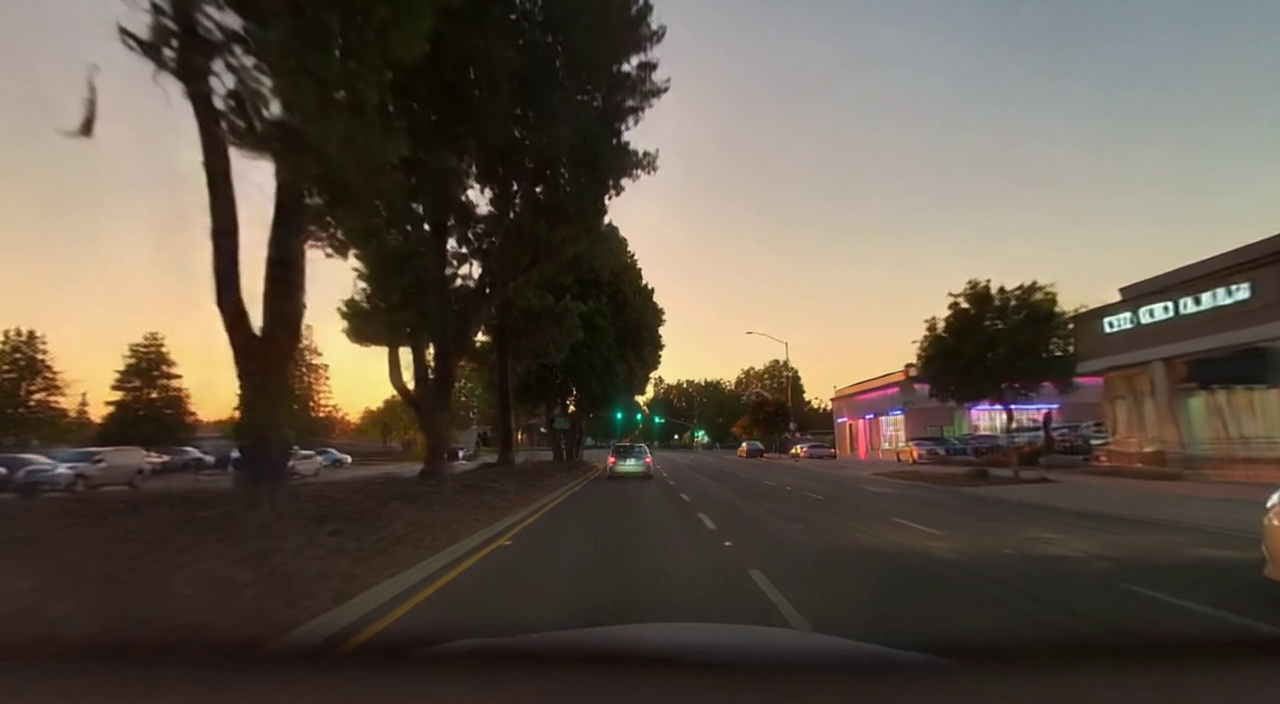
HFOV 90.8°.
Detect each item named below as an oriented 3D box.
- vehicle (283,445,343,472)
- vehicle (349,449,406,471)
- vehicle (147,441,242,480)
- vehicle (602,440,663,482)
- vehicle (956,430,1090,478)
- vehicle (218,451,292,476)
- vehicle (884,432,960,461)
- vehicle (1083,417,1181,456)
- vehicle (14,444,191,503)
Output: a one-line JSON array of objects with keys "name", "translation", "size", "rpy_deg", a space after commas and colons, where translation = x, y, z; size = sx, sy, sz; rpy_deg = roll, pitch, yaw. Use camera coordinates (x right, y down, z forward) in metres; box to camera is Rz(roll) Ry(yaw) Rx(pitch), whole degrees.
[{"name": "vehicle", "translation": [-24.330, 7.911, 47.230], "size": [1.985, 1.821, 4.774], "rpy_deg": [0, -8, 0]}, {"name": "vehicle", "translation": [-19.456, 8.036, 47.107], "size": [2.083, 1.481, 5.103], "rpy_deg": [0, -8, 0]}, {"name": "vehicle", "translation": [-24.735, 6.001, 35.324], "size": [2.003, 1.958, 4.810], "rpy_deg": [0, -8, -3]}, {"name": "vehicle", "translation": [-0.306, 4.188, 24.613], "size": [2.185, 1.473, 3.925], "rpy_deg": [0, -8, -1]}, {"name": "vehicle", "translation": [15.900, 4.274, 26.687], "size": [2.377, 1.783, 5.145], "rpy_deg": [0, -8, -1]}, {"name": "vehicle", "translation": [-24.780, 7.177, 40.889], "size": [1.893, 1.451, 4.809], "rpy_deg": [0, -8, -1]}, {"name": "vehicle", "translation": [18.685, 6.318, 42.242], "size": [2.253, 1.771, 5.722], "rpy_deg": [0, -8, -2]}, {"name": "vehicle", "translation": [32.795, 5.700, 42.339], "size": [2.209, 2.346, 5.394], "rpy_deg": [-2, -8, 2]}, {"name": "vehicle", "translation": [-19.281, 4.307, 23.084], "size": [2.129, 1.794, 4.967], "rpy_deg": [-2, -8, -1]}]
